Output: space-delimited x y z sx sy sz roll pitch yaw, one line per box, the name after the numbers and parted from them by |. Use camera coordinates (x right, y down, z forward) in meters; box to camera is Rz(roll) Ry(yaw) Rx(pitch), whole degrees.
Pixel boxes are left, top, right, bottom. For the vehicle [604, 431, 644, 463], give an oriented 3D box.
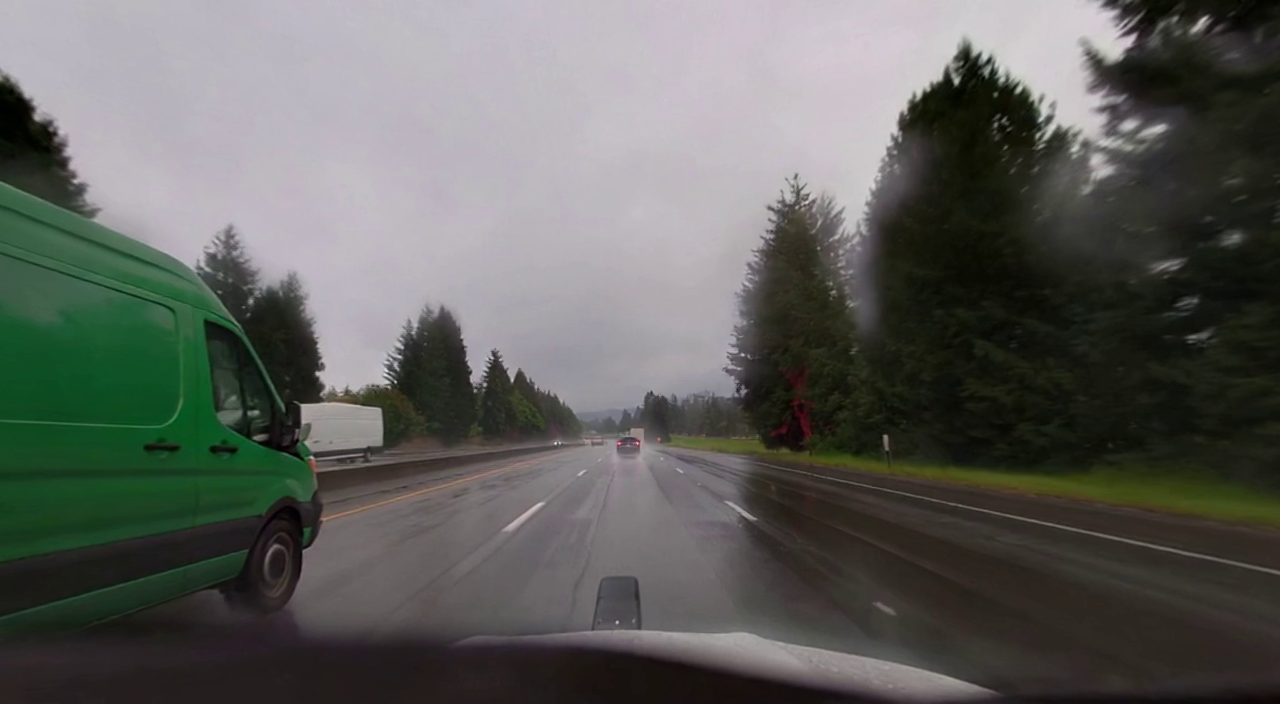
-0.870 5.210 34.741 2.104 1.646 4.176 0 -8 -1 | vehicle

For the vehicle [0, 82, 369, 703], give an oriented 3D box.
-3.514 0.356 2.427 2.424 2.577 5.828 0 -8 -1 | vehicle
